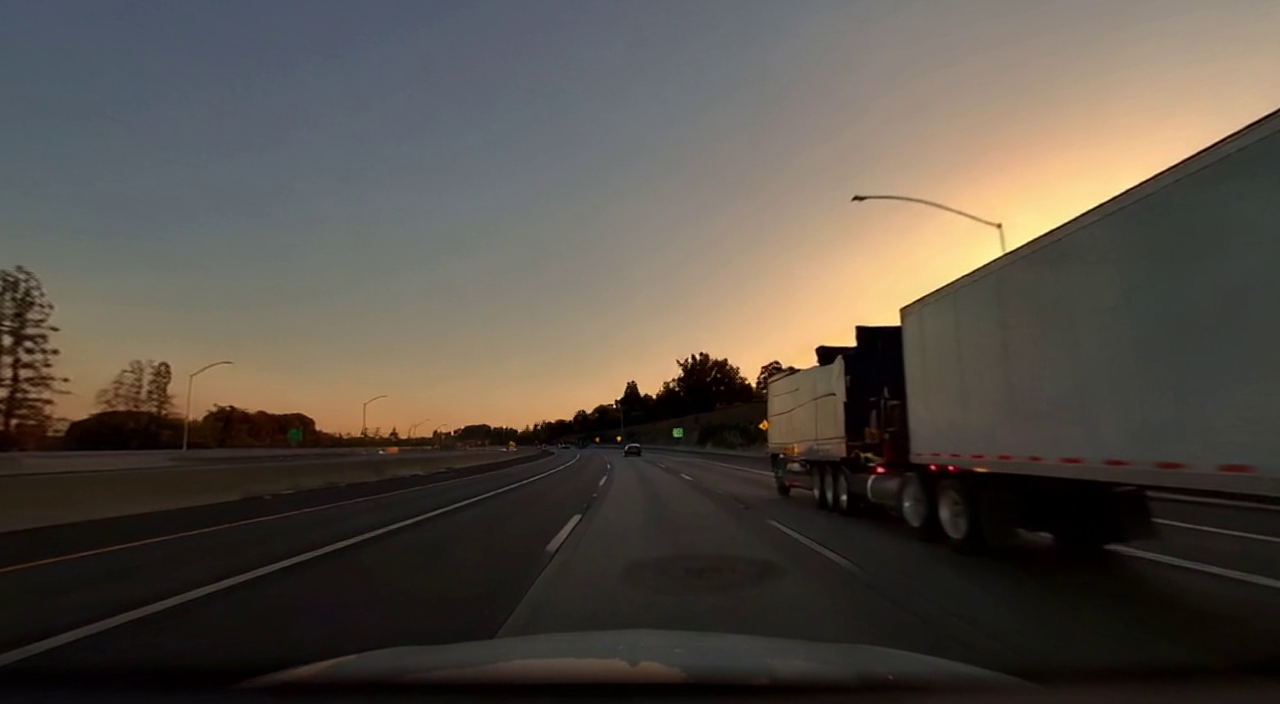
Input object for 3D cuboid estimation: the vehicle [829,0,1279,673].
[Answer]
[{"bbox_3d":[5.330,-0.001,5.252,2.932,4.205,18.253,0,-8,3],"label":"vehicle"}]
